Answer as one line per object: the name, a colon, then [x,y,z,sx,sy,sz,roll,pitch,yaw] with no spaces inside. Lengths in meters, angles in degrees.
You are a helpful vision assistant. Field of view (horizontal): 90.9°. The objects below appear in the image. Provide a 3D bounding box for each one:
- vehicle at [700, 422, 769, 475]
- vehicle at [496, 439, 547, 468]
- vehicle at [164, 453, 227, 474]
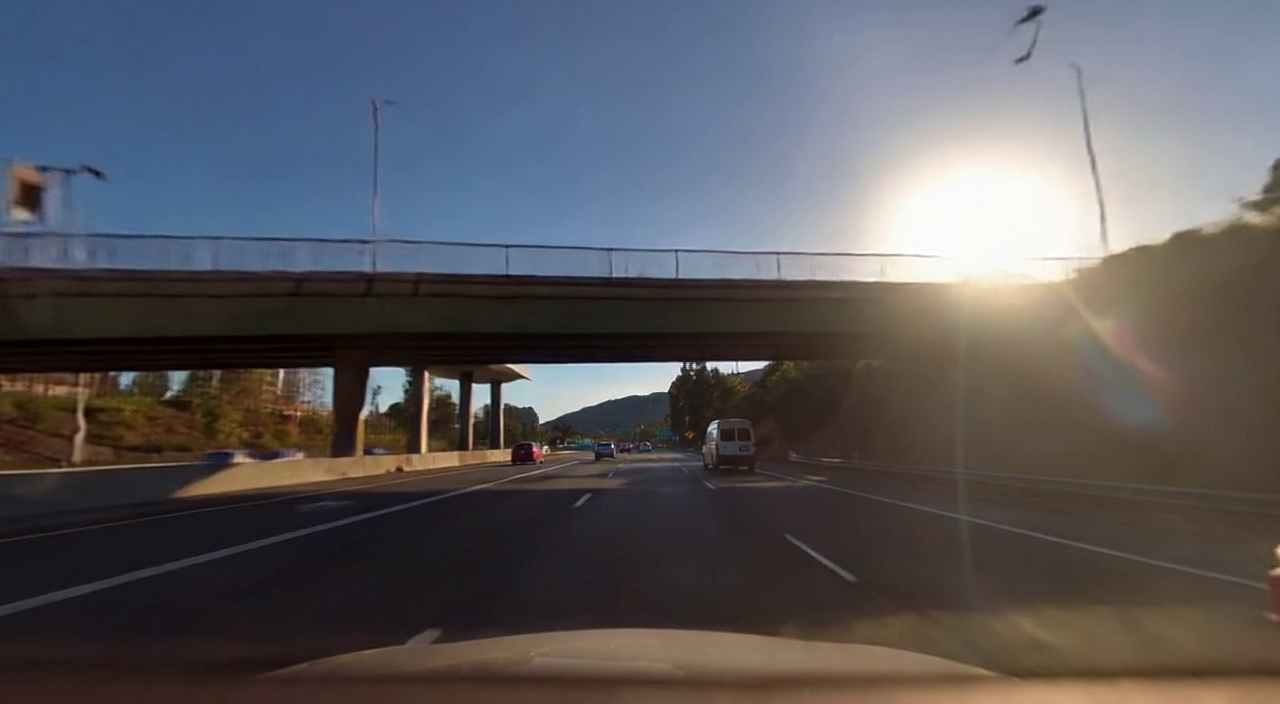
vehicle: [4.256,4.508,29.518,2.347,2.234,5.352,0,-8,-1]
vehicle: [-7.025,6.077,37.846,2.068,1.632,4.623,0,-9,1]
vehicle: [-33.205,8.337,47.237,1.754,1.457,4.045,0,-8,0]
